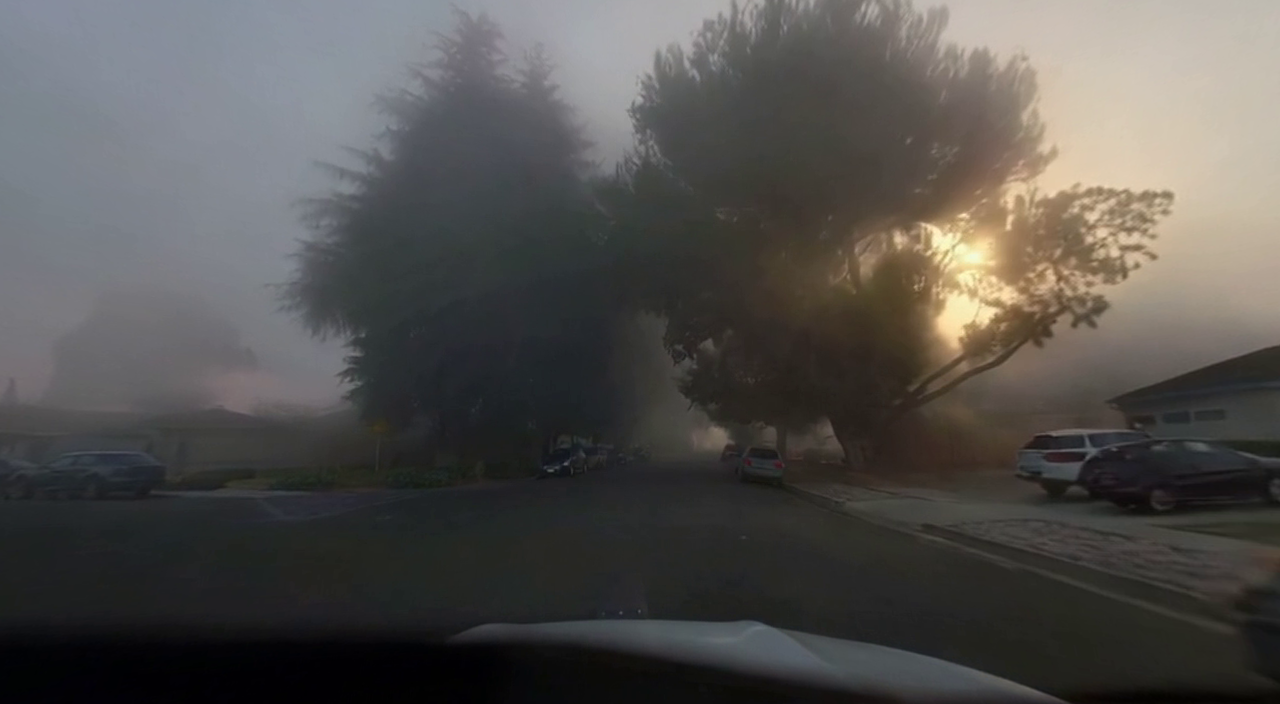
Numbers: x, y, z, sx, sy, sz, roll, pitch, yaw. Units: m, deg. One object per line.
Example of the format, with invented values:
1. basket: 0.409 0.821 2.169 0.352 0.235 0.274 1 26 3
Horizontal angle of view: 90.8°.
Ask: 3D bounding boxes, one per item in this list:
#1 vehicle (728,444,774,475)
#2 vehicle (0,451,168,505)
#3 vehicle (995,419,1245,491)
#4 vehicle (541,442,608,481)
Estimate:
1. vehicle: 6.531 6.195 36.706 2.075 1.657 4.648 -3 -9 17
2. vehicle: -16.107 3.580 18.151 3.734 1.441 1.756 -1 -9 4
3. vehicle: 11.991 2.590 16.034 4.781 1.700 1.914 0 -9 -2
4. vehicle: -3.272 5.577 32.580 2.041 1.762 4.508 -4 -8 13
